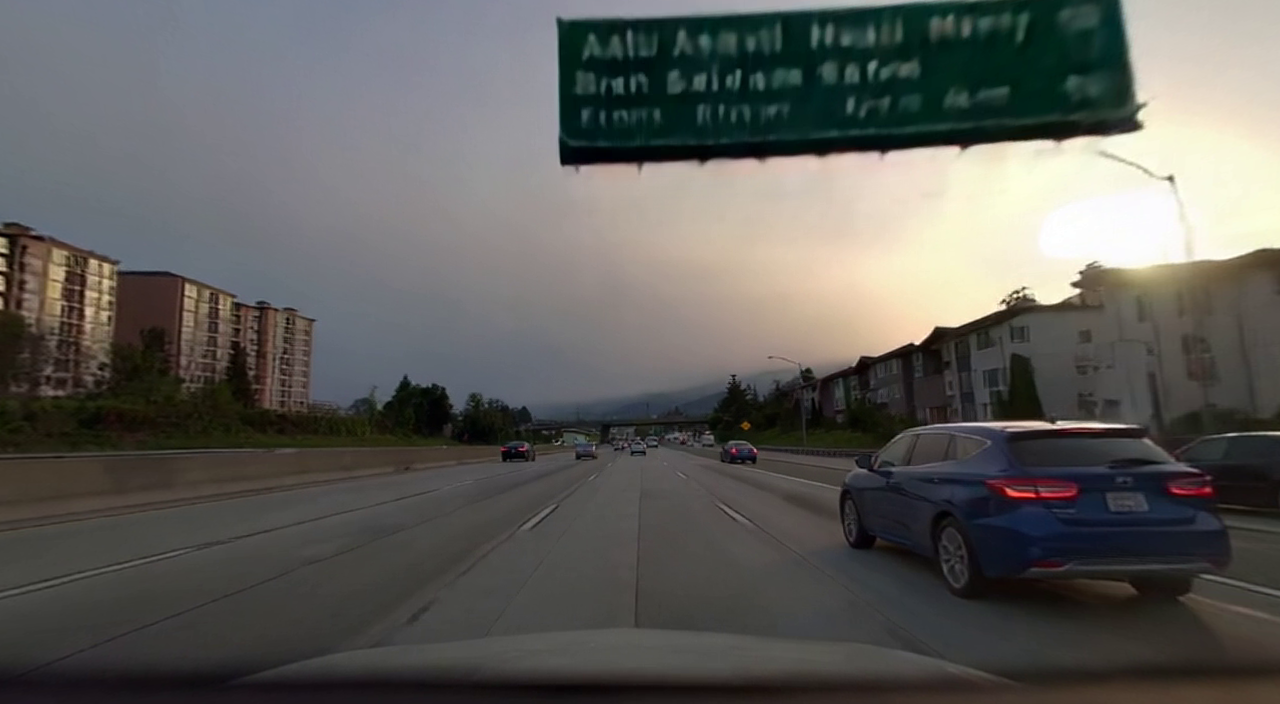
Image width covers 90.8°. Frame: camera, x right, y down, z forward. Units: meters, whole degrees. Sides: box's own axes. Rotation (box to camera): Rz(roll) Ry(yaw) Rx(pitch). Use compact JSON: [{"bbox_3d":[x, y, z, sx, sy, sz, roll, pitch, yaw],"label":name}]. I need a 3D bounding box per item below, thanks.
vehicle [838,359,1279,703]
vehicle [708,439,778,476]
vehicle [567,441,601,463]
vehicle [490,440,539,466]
[{"bbox_3d":[3.427,1.188,5.251,2.080,1.694,4.286,0,-8,-1],"label":"vehicle"},{"bbox_3d":[4.338,4.520,27.252,2.061,1.459,4.273,0,-8,-3],"label":"vehicle"},{"bbox_3d":[-3.773,6.824,43.228,2.002,1.466,4.378,0,-8,0],"label":"vehicle"},{"bbox_3d":[-7.572,6.144,38.569,2.021,1.496,4.495,0,-8,1],"label":"vehicle"}]
